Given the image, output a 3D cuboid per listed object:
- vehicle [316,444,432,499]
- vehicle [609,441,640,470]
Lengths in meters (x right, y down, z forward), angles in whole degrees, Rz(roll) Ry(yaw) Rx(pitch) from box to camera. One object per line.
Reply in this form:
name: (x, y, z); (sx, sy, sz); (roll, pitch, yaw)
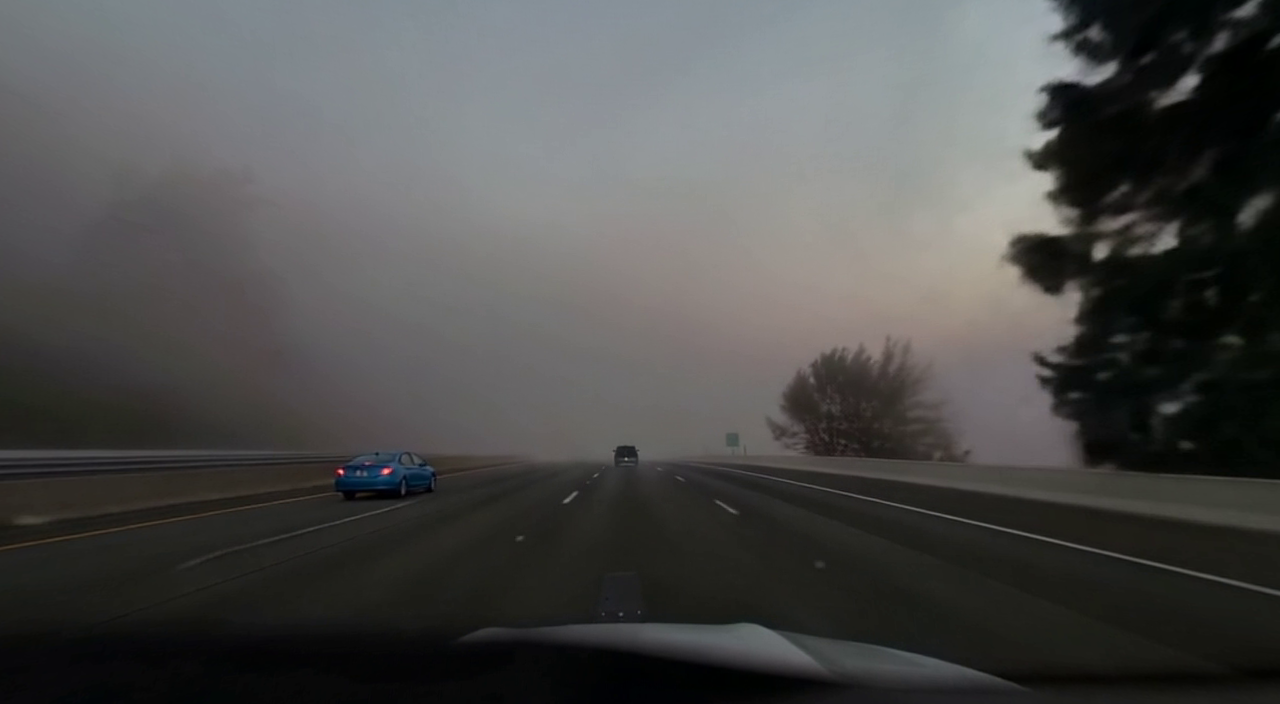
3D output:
vehicle: (-7.934, 3.572, 19.287); (1.915, 1.479, 3.843); (0, -9, -1)
vehicle: (-1.109, 7.152, 43.779); (1.990, 1.878, 4.079); (0, -9, -3)
